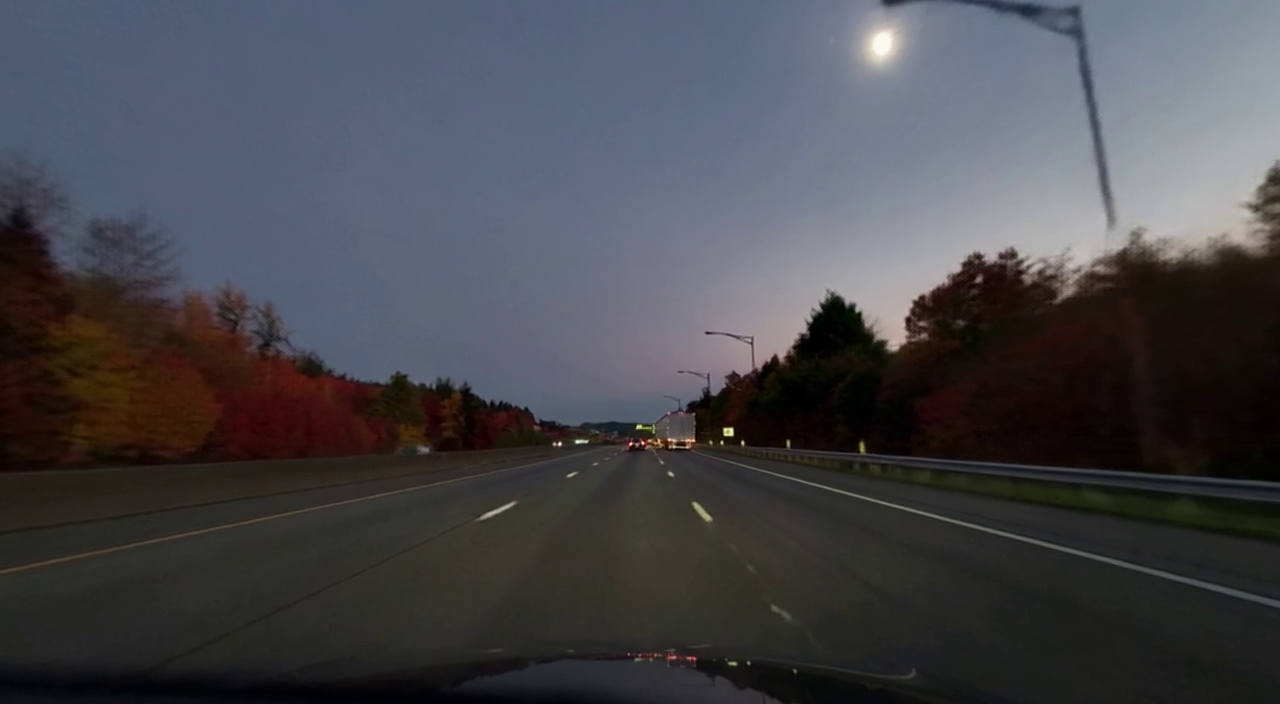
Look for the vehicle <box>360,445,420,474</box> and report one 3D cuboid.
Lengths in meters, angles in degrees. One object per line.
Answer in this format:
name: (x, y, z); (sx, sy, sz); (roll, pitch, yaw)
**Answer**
vehicle: (-14.131, 6.081, 35.712); (1.750, 1.472, 3.889); (-1, -8, 0)
